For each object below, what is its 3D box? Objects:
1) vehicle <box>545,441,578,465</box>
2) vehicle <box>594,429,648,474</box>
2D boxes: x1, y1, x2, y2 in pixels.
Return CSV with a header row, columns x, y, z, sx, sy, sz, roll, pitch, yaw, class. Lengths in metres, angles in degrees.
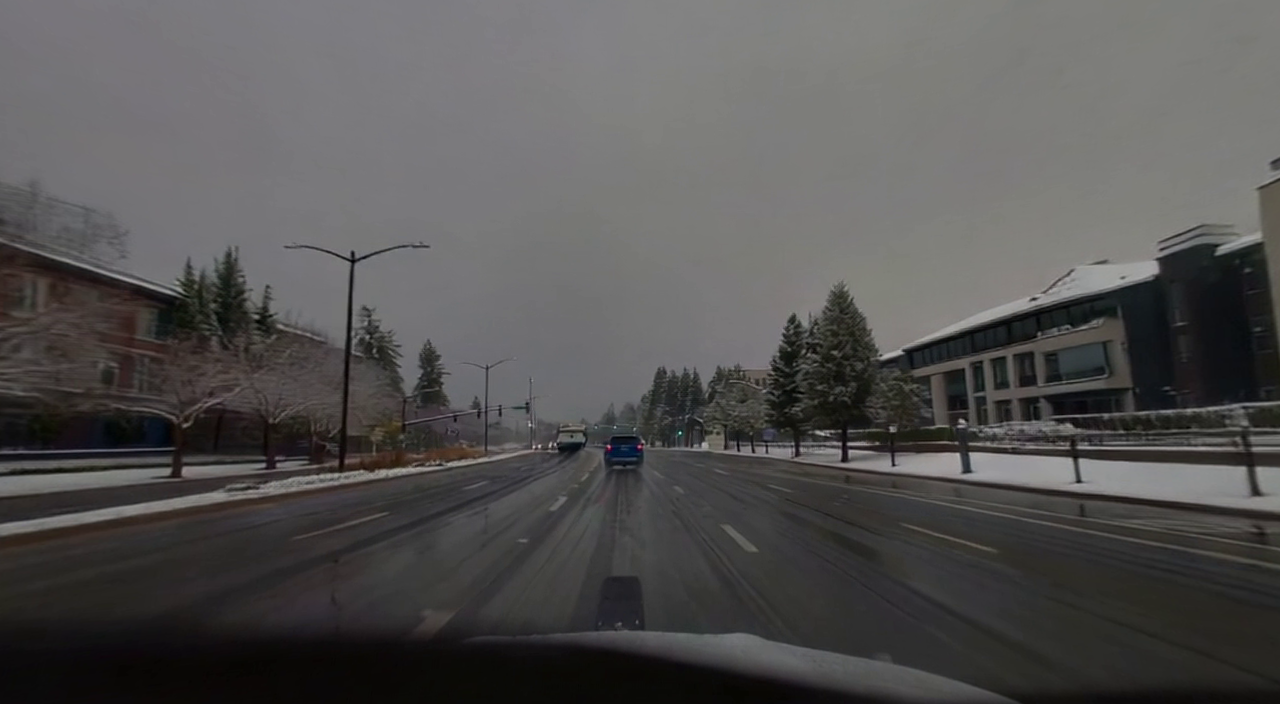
x,y,z,sx,sy,sz,roll,pitch,yaw,class
-4.987,6.439,40.530,1.904,1.460,4.300,1,-8,-4,vehicle
-0.895,4.500,28.859,2.260,1.872,4.578,0,-8,-3,vehicle
